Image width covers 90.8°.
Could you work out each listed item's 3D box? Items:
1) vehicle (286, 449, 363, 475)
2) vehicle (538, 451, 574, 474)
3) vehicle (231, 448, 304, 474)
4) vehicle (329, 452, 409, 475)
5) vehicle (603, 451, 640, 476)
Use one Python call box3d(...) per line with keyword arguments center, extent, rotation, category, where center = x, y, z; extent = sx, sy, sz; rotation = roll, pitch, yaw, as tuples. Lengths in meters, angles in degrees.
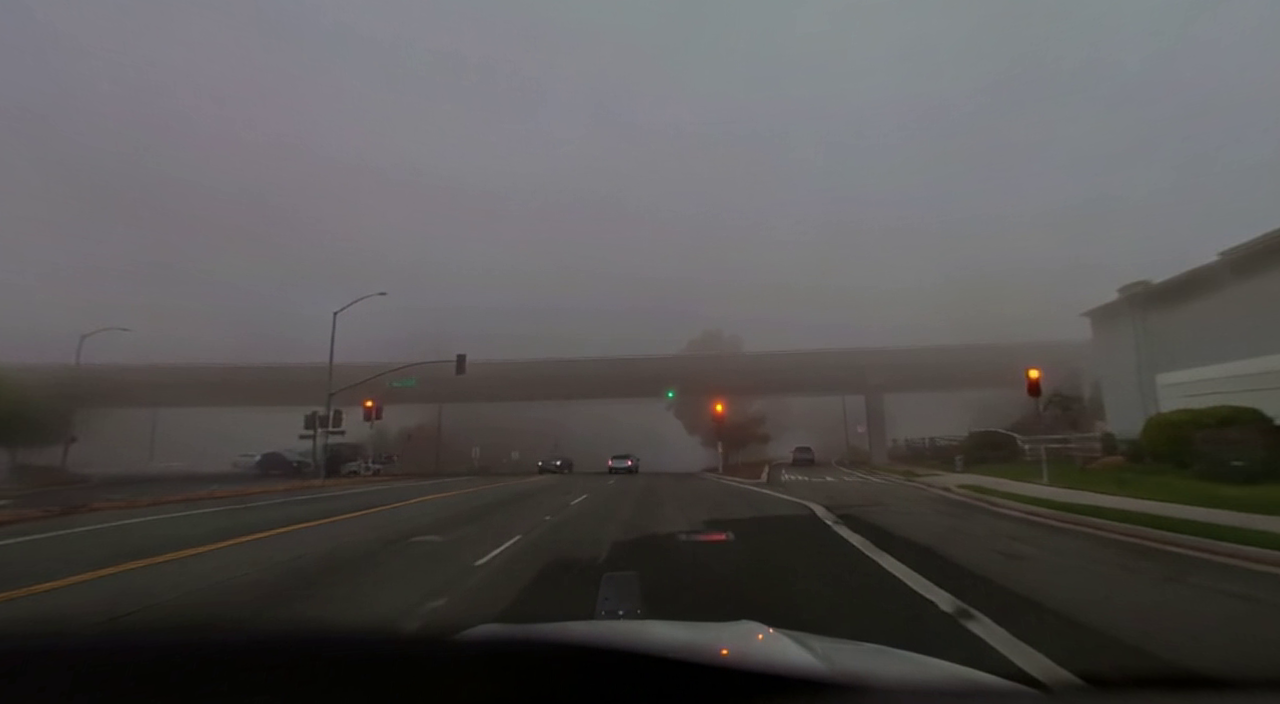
box3d(center=(-20.374, 7.111, 40.961), extent=(3.877, 1.623, 2.049), rotation=(0, -8, -3), category="vehicle")
box3d(center=(-6.345, 8.410, 48.231), extent=(1.886, 1.654, 4.037), rotation=(-1, -9, 5), category="vehicle")
box3d(center=(-26.765, 7.790, 45.384), extent=(4.598, 1.765, 1.955), rotation=(-3, -9, 21), category="vehicle")
box3d(center=(-19.172, 7.917, 44.805), extent=(4.775, 1.531, 1.989), rotation=(-1, -8, 2), category="vehicle")
box3d(center=(-1.185, 7.465, 42.489), extent=(1.997, 1.542, 4.202), rotation=(-1, -8, 5), category="vehicle")
